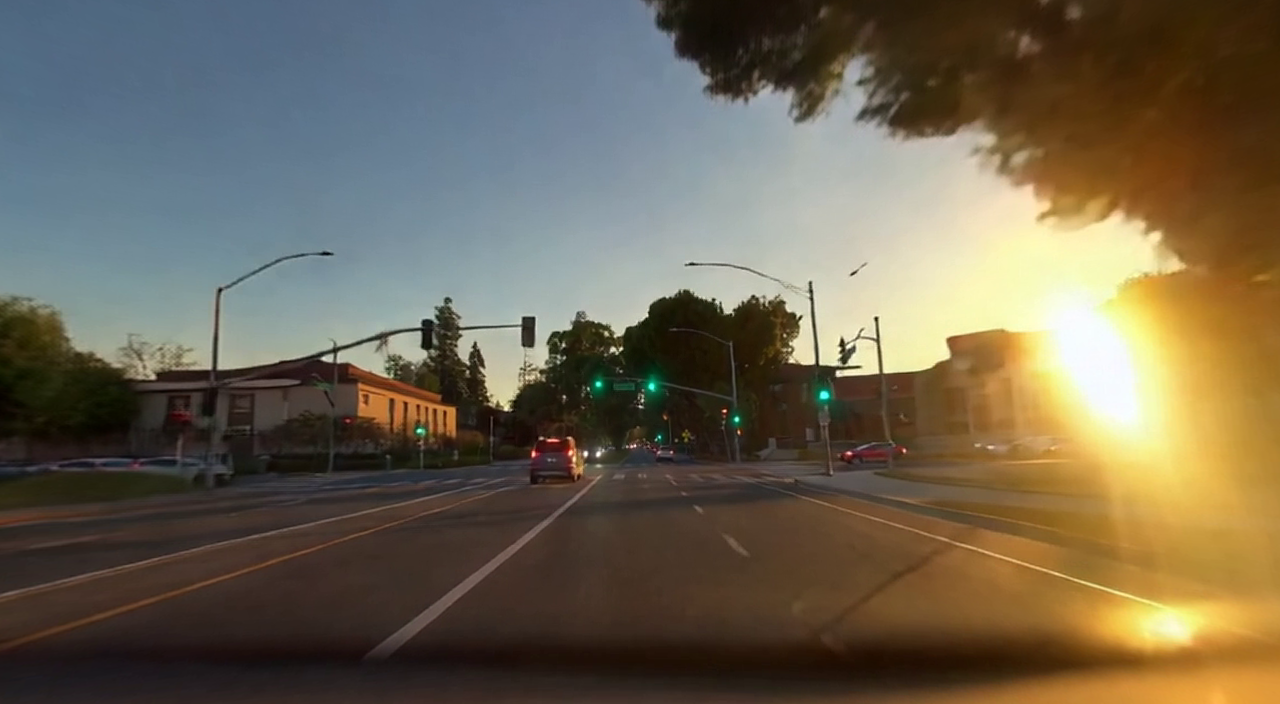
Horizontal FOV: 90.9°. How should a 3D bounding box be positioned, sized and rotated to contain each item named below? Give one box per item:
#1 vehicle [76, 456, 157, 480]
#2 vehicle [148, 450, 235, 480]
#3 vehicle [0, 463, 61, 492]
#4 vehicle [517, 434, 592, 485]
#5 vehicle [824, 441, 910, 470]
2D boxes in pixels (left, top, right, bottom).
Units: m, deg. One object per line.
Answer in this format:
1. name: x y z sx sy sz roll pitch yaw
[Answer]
1. vehicle: -37.096 8.218 44.710 4.069 1.516 1.850 0 -8 2
2. vehicle: -31.709 7.985 44.660 4.582 1.785 2.262 -3 -7 3
3. vehicle: -35.926 7.032 35.553 4.657 1.455 1.994 0 -8 4
4. vehicle: -3.204 4.128 24.524 2.250 1.791 4.300 0 -8 1
5. vehicle: 14.328 6.523 39.903 4.634 1.449 1.936 -3 -7 -1
